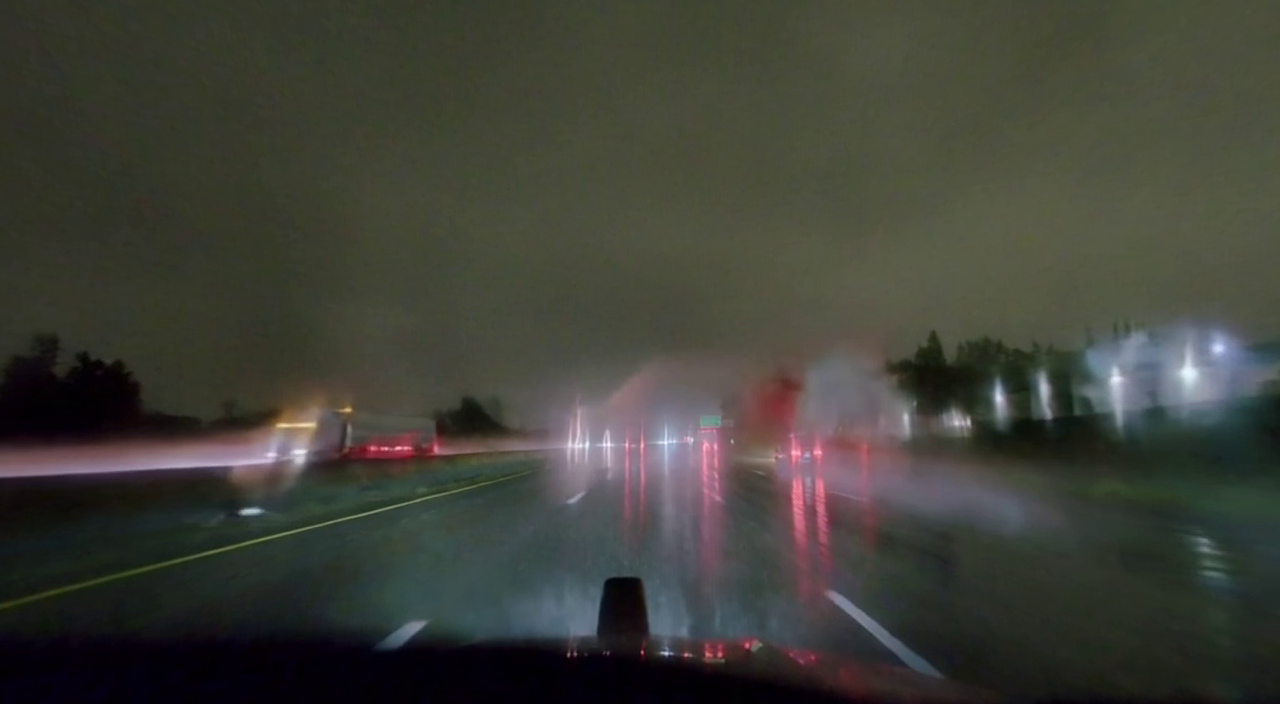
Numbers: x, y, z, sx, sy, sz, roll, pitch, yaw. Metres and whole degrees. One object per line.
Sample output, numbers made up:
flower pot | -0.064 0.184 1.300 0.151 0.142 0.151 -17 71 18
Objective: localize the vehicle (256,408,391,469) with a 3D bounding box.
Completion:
vehicle | -23.648 6.730 48.582 2.876 3.974 13.373 -1 -8 3
